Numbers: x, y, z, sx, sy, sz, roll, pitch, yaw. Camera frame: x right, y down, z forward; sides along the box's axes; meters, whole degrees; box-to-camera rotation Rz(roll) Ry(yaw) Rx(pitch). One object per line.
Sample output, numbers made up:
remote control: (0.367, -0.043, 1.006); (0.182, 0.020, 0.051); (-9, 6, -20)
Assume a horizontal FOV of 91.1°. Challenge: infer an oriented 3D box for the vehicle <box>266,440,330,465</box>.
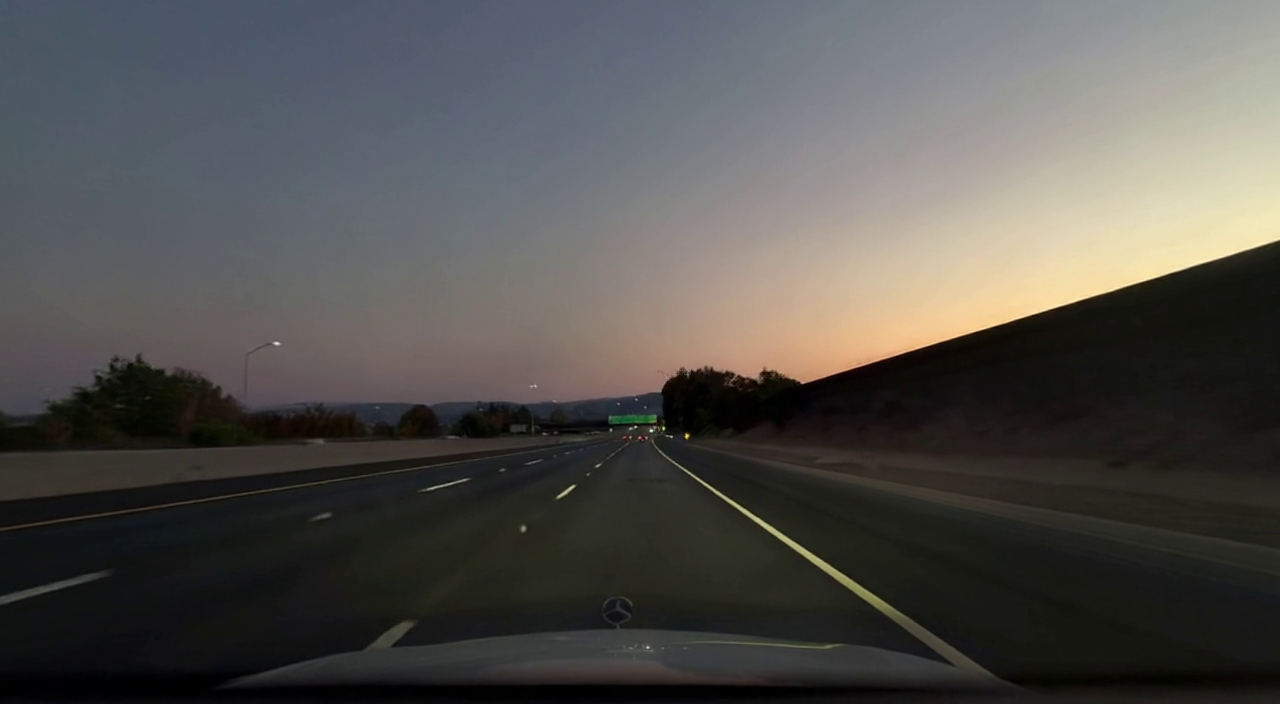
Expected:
vehicle: (-22.349, 6.569, 41.235); (1.884, 1.521, 4.211); (0, -8, -1)
